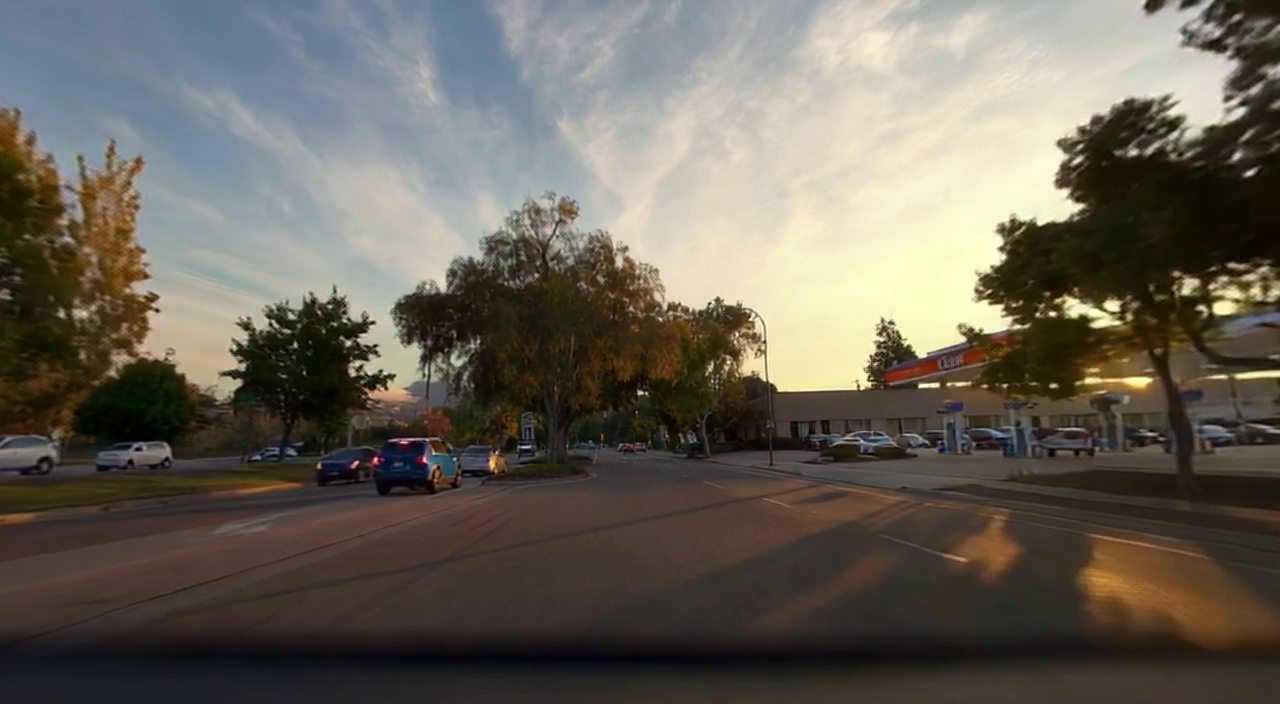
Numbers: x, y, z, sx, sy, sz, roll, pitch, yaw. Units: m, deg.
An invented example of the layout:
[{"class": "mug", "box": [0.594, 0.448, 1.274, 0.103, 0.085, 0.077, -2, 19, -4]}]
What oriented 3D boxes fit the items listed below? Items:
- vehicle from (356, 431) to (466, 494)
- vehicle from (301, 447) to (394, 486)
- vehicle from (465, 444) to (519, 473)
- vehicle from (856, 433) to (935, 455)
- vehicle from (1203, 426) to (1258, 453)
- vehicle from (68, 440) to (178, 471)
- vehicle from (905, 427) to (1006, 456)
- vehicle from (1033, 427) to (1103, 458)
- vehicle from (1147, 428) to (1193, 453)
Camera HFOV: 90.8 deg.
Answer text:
[{"class": "vehicle", "box": [-7.070, 3.444, 20.075, 1.987, 1.747, 4.545, 0, -8, -3]}, {"class": "vehicle", "box": [-12.233, 4.766, 26.789, 1.950, 1.471, 4.557, 0, -8, -3]}, {"class": "vehicle", "box": [-7.991, 5.754, 34.433, 1.982, 1.465, 4.376, 0, -8, -2]}, {"class": "vehicle", "box": [18.467, 6.653, 45.714, 4.800, 1.459, 2.051, 0, -9, -6]}, {"class": "vehicle", "box": [34.525, 5.126, 37.029, 1.969, 1.482, 4.815, -7, -11, 39]}, {"class": "vehicle", "box": [-28.998, 5.807, 35.654, 4.390, 1.665, 1.934, 4, -10, -27]}, {"class": "vehicle", "box": [18.884, 5.373, 37.943, 4.868, 1.610, 2.223, 0, -8, -2]}, {"class": "vehicle", "box": [21.372, 4.502, 31.471, 1.916, 1.434, 4.557, -9, -12, 44]}, {"class": "vehicle", "box": [32.498, 5.441, 38.819, 1.894, 1.434, 4.308, -7, -11, 37]}]
